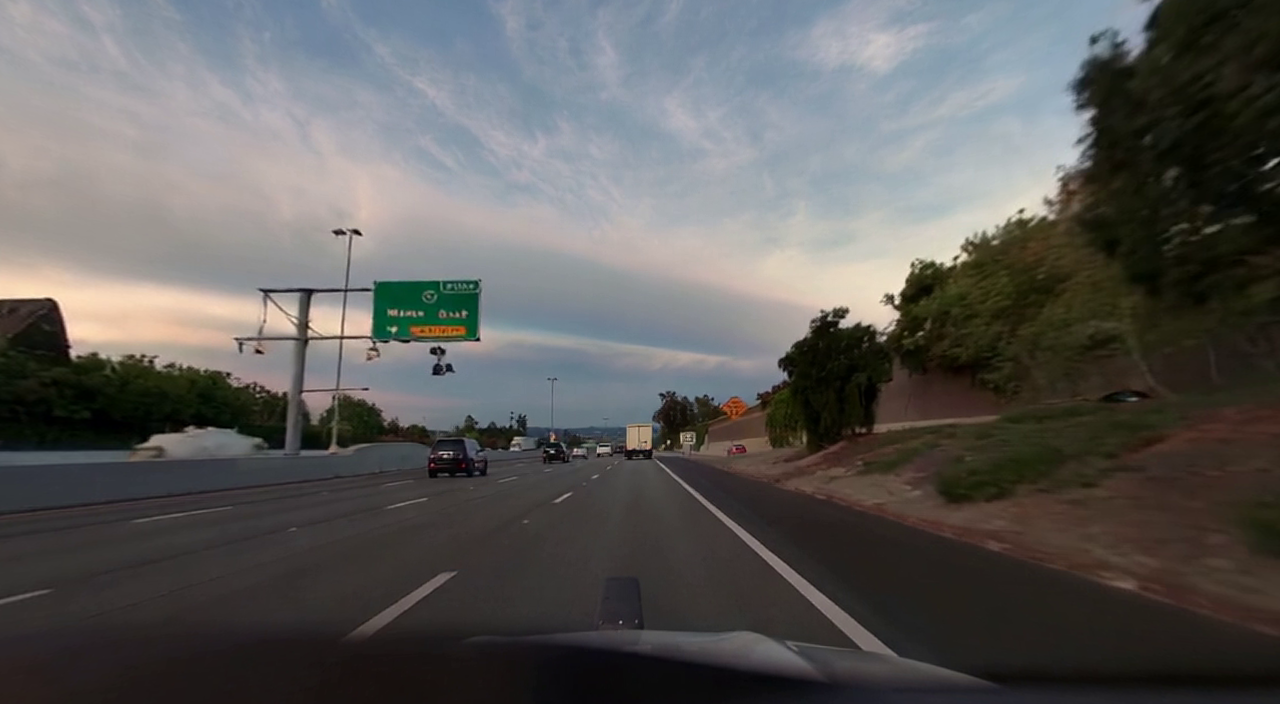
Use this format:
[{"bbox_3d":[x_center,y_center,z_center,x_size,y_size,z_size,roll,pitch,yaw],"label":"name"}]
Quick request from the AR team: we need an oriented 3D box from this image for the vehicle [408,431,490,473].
[{"bbox_3d":[-10.620,5.661,35.739,2.571,2.169,6.443,0,-9,1],"label":"vehicle"}]

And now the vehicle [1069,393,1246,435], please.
[{"bbox_3d":[25.177,3.163,31.043,2.401,1.540,6.222,3,-11,-24],"label":"vehicle"}]

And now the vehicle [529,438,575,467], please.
[{"bbox_3d":[-6.433,7.418,46.744,2.502,1.997,5.697,0,-9,0],"label":"vehicle"}]
